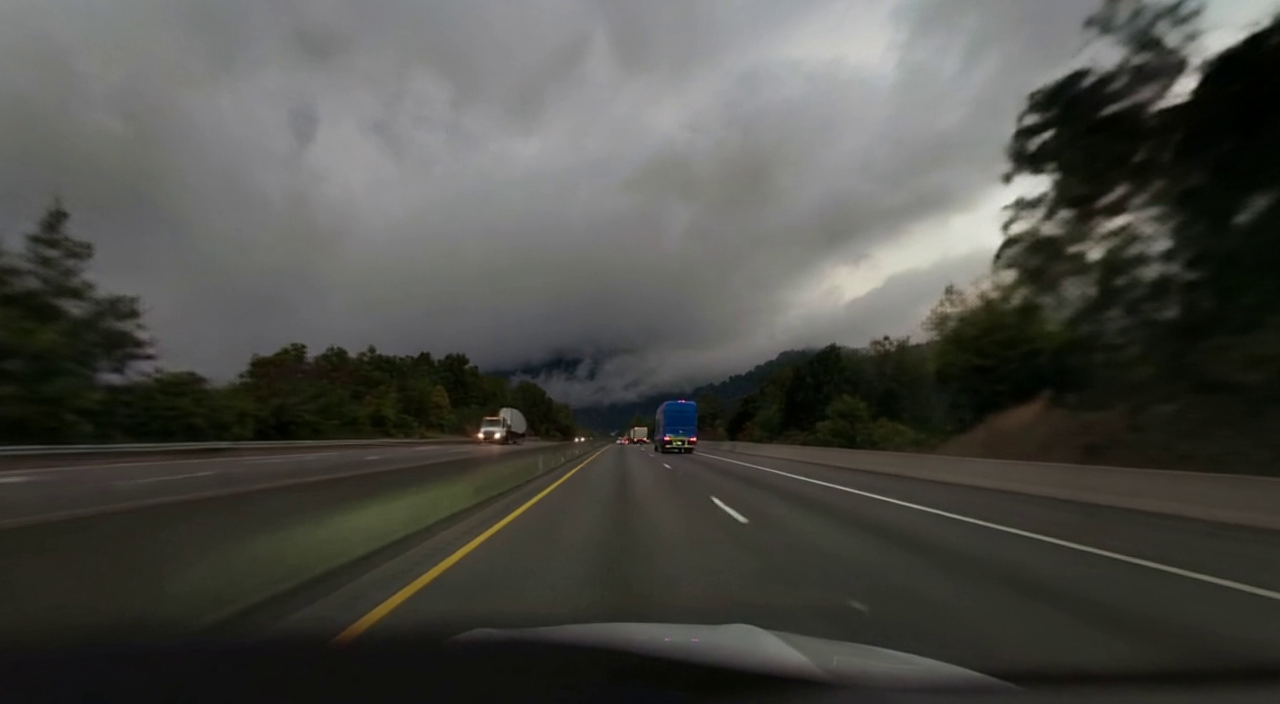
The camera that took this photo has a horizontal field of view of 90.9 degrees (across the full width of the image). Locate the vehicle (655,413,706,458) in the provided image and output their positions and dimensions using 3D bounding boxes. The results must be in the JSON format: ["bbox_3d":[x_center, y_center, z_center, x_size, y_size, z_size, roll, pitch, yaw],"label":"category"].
[{"bbox_3d":[2.403,5.251,39.751,2.570,2.596,6.082,0,-8,-2],"label":"vehicle"}]
